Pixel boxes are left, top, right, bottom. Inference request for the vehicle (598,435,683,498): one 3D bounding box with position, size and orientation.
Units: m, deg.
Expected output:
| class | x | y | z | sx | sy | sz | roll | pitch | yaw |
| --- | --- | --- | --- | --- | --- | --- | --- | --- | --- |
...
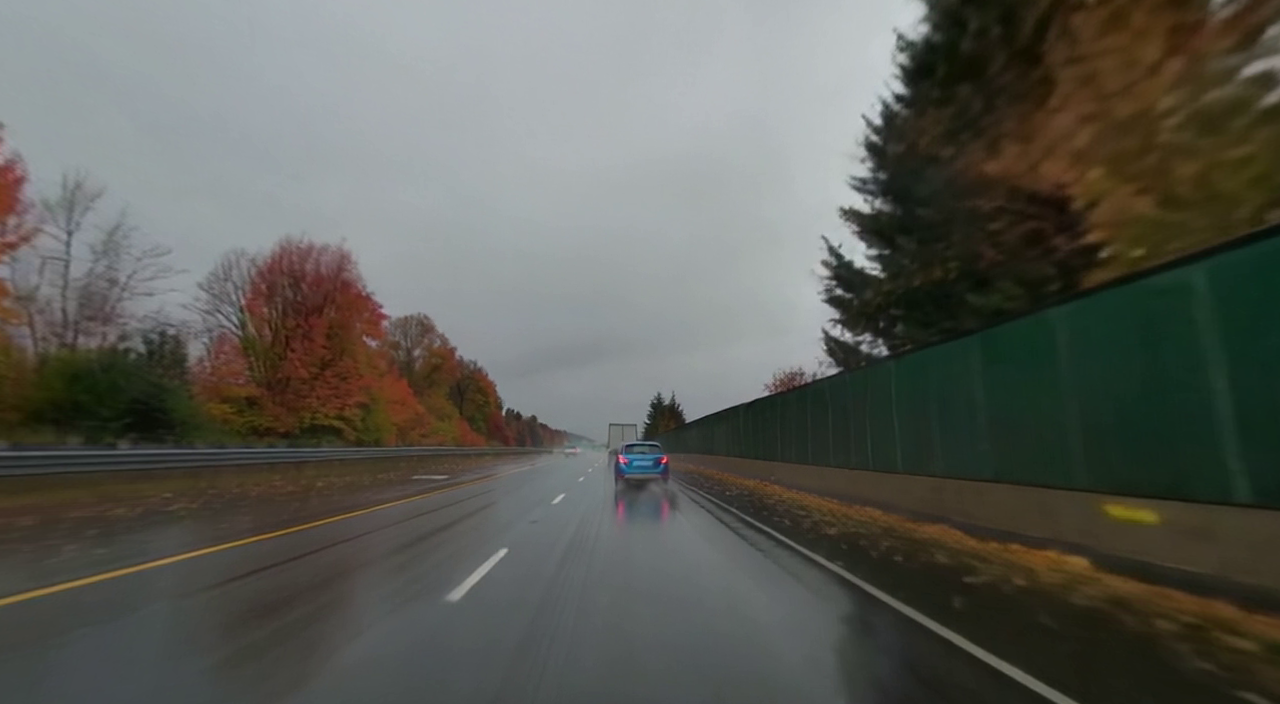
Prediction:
| class | x | y | z | sx | sy | sz | roll | pitch | yaw |
| --- | --- | --- | --- | --- | --- | --- | --- | --- | --- |
| vehicle | -0.065 | 3.073 | 17.322 | 2.057 | 1.516 | 4.065 | 1 | -8 | -2 |
